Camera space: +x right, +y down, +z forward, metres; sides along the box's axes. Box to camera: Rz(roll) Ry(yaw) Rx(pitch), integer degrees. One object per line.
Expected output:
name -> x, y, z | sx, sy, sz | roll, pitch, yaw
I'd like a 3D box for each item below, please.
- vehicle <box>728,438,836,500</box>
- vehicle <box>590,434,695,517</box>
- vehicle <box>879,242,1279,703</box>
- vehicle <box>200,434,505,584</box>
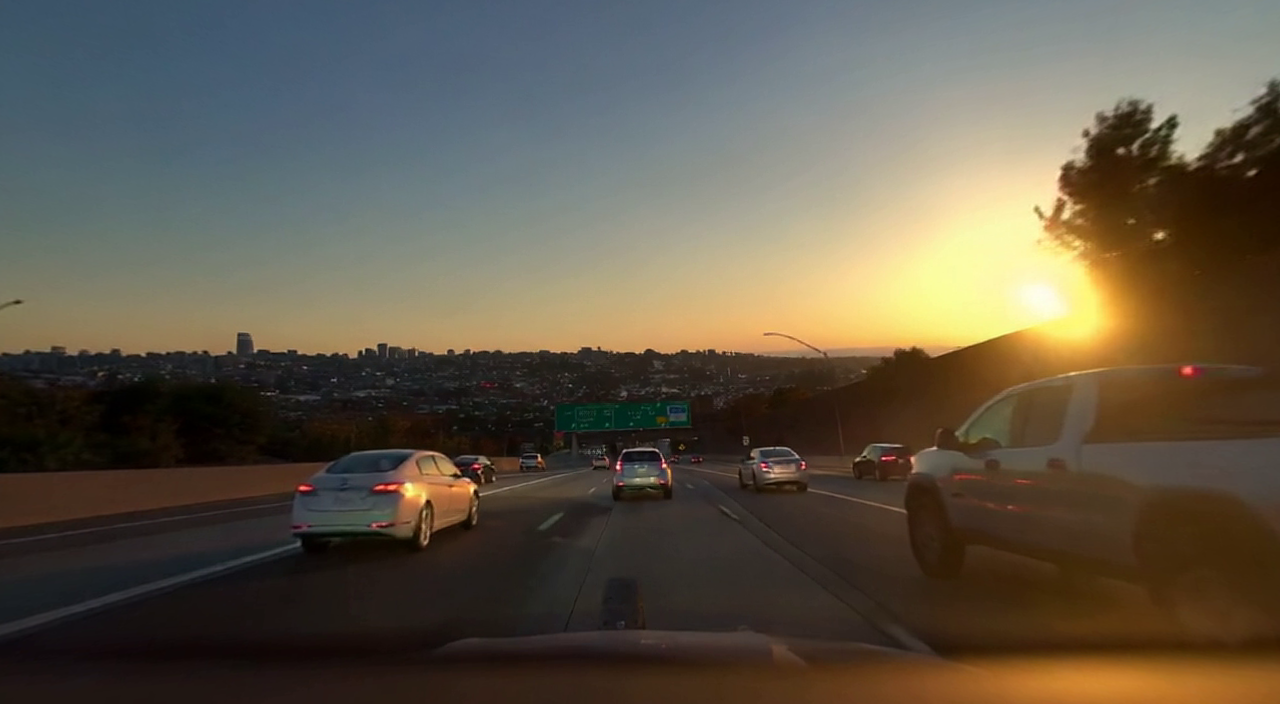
vehicle -> 4.136, 3.483, 19.078 | 2.210, 1.625, 4.249 | 0, -9, -1
vehicle -> 0.050, 2.796, 14.670 | 2.099, 1.640, 4.134 | 0, -9, 0
vehicle -> 3.882, 0.771, 3.539 | 2.732, 2.065, 5.826 | 0, -9, 0
vehicle -> -3.471, 1.984, 8.855 | 2.011, 1.510, 4.698 | -1, -9, 1
